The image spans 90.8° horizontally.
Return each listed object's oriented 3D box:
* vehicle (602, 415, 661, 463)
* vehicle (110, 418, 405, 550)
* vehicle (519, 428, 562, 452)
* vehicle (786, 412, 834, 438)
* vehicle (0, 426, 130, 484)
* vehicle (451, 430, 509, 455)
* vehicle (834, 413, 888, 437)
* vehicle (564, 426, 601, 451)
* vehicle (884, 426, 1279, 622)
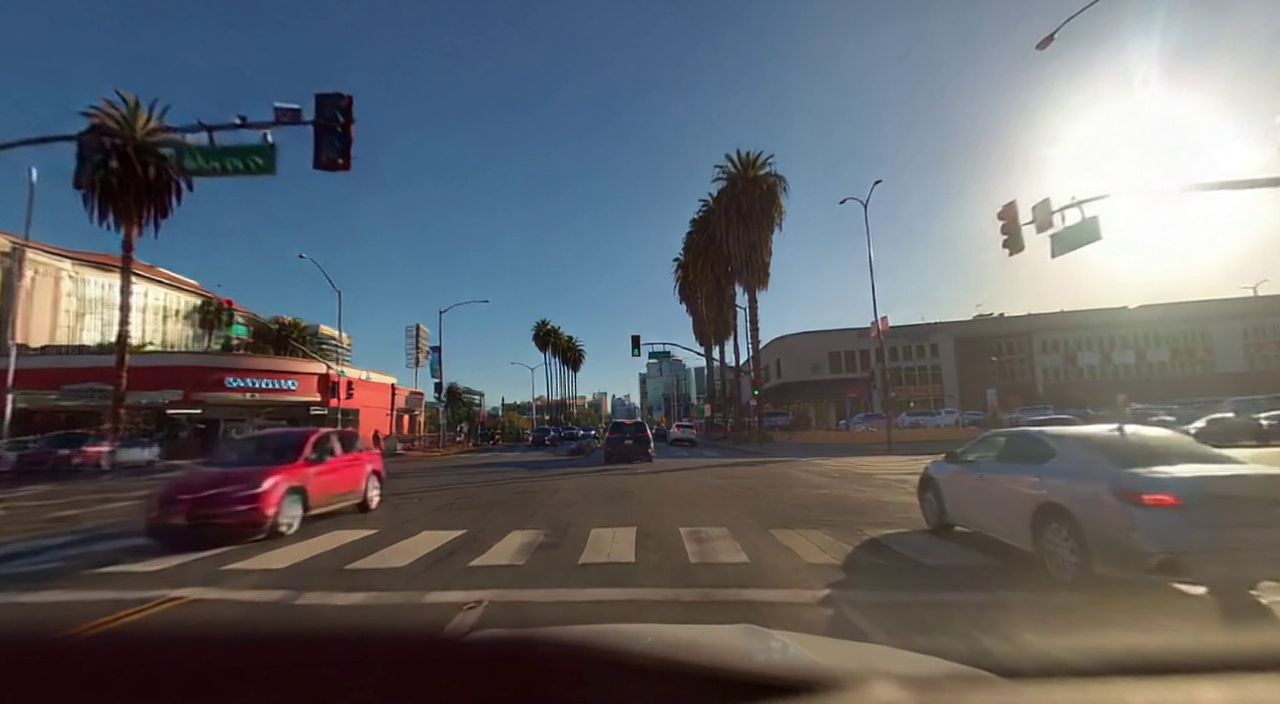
[{"bbox_3d":[-0.369,3.668,26.473,2.264,1.798,4.531,0,-8,-1],"label":"vehicle"},{"bbox_3d":[-5.777,2.033,10.441,2.040,1.670,4.508,0,-8,0],"label":"vehicle"},{"bbox_3d":[-6.561,5.883,42.235,2.032,1.508,4.661,0,-8,1],"label":"vehicle"},{"bbox_3d":[11.419,5.001,42.718,1.899,1.550,4.531,-1,-9,-1],"label":"vehicle"},{"bbox_3d":[-20.881,3.462,21.308,5.674,1.804,2.190,-1,-8,5],"label":"vehicle"},{"bbox_3d":[-9.933,5.710,39.686,2.002,1.470,4.388,-1,-9,8],"label":"vehicle"},{"bbox_3d":[14.134,4.732,40.645,1.797,1.443,4.451,-1,-7,-1],"label":"vehicle"},{"bbox_3d":[-3.592,5.544,40.189,1.921,1.491,4.332,0,-8,1],"label":"vehicle"},{"bbox_3d":[4.559,1.635,7.114,1.963,1.449,4.653,-1,-8,3],"label":"vehicle"}]
